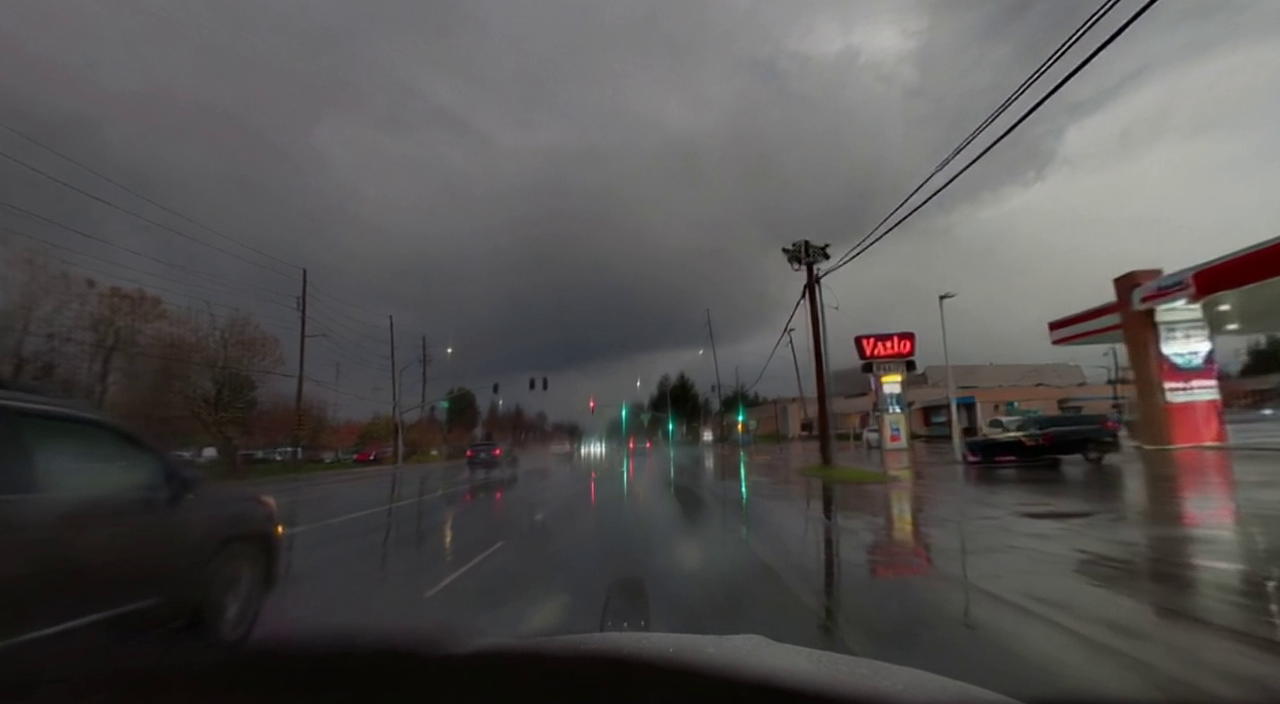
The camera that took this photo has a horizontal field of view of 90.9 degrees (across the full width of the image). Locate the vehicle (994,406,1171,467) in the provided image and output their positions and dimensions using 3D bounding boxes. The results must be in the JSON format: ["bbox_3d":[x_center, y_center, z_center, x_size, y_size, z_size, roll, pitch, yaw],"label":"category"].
[{"bbox_3d":[16.055,3.152,23.437,2.178,1.911,5.852,-1,-8,-2],"label":"vehicle"}]

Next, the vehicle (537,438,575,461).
[{"bbox_3d":[-6.199,7.251,47.008,2.130,1.636,4.427,0,-8,1],"label":"vehicle"}]

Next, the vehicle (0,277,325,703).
[{"bbox_3d":[-3.220,0.643,1.825,2.190,1.844,4.751,0,-8,-1],"label":"vehicle"}]

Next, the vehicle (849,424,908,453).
[{"bbox_3d":[16.112,5.890,42.821,2.116,1.849,4.806,0,-8,0],"label":"vehicle"}]

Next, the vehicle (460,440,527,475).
[{"bbox_3d":[-6.573,4.763,28.755,1.960,1.468,4.345,0,-8,1],"label":"vehicle"}]
